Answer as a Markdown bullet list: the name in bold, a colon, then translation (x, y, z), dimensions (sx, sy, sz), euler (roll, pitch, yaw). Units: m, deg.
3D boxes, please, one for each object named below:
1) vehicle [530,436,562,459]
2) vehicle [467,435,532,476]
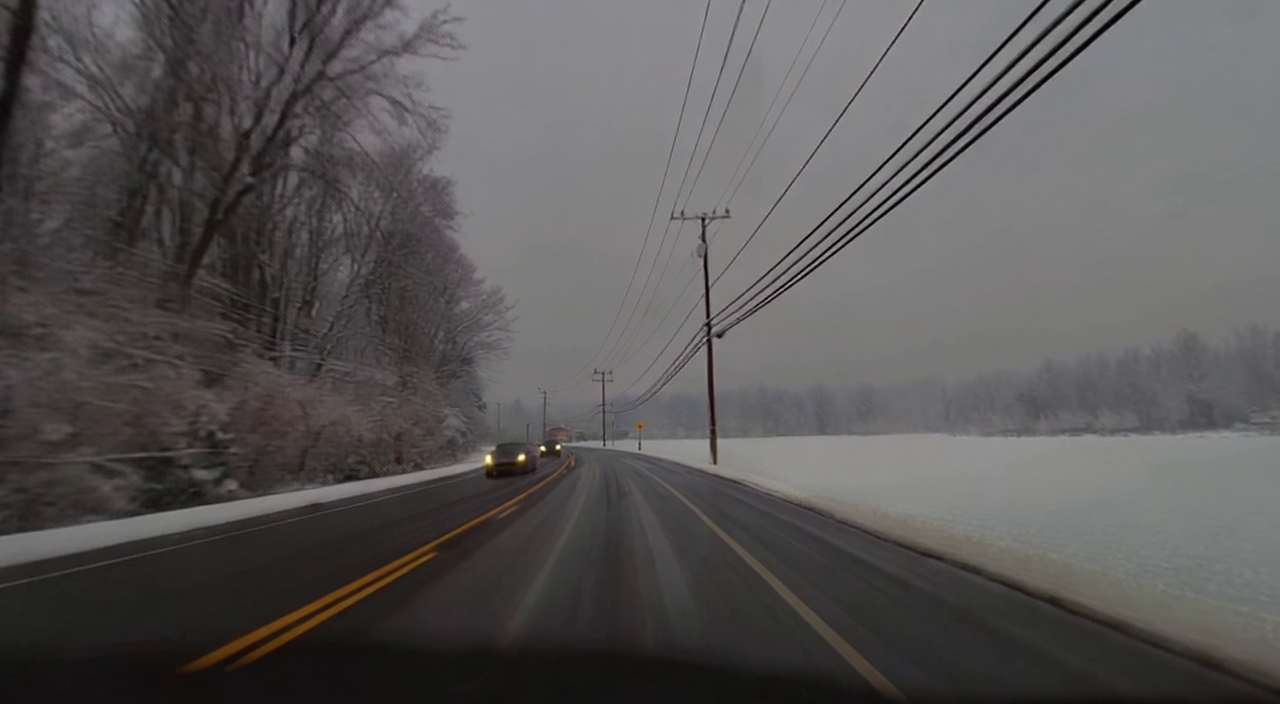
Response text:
- **vehicle**: translation (-7.183, 7.341, 48.785), dimensions (2.165, 1.648, 4.605), euler (1, -8, -6)
- **vehicle**: translation (-6.237, 4.630, 28.591), dimensions (2.143, 1.694, 4.326), euler (1, -8, -3)
